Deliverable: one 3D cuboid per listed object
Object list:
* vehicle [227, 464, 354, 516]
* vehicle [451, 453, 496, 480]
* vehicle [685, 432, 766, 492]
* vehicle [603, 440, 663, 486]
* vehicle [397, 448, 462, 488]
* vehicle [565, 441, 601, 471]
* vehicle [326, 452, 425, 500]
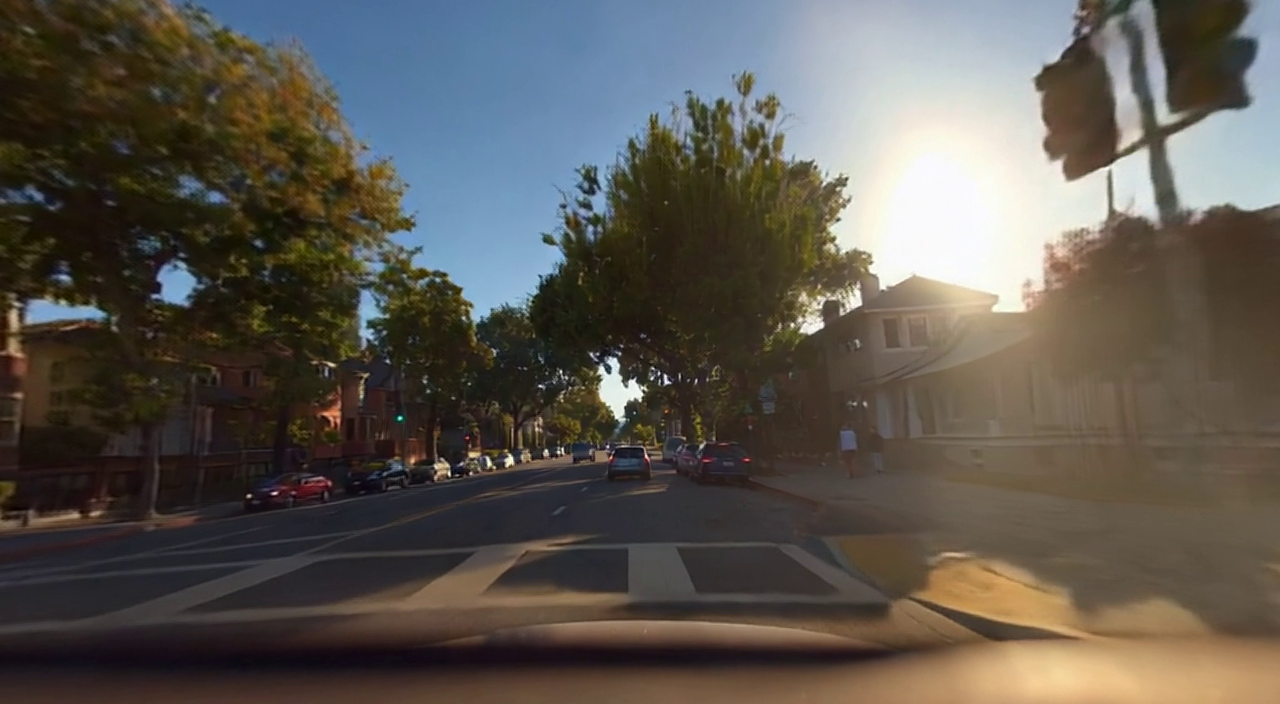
[{"bbox_3d":[-12.051,4.751,22.126,1.913,1.475,4.372,0,-8,1],"label":"vehicle"},{"bbox_3d":[-12.324,8.492,46.983,2.026,1.791,4.909,0,-8,0],"label":"vehicle"},{"bbox_3d":[2.640,3.516,20.515,1.969,1.725,4.387,0,-8,0],"label":"vehicle"},{"bbox_3d":[-0.239,4.017,23.087,1.998,1.518,4.015,0,-8,-1],"label":"vehicle"},{"bbox_3d":[-12.349,6.812,37.297,2.210,2.148,4.849,0,-8,0],"label":"vehicle"},{"bbox_3d":[-3.661,6.794,41.156,1.983,1.841,4.013,0,-8,0],"label":"vehicle"},{"bbox_3d":[-12.217,5.710,29.613,2.109,1.941,6.025,0,-8,-1],"label":"vehicle"}]
